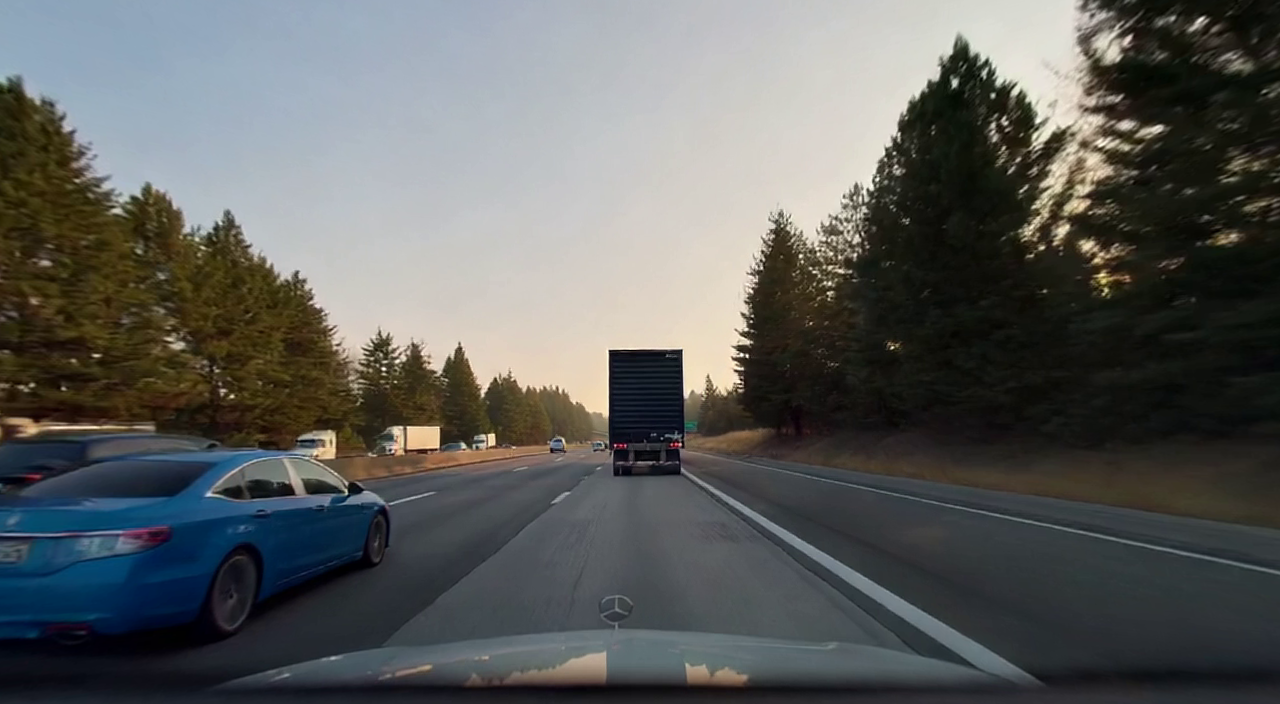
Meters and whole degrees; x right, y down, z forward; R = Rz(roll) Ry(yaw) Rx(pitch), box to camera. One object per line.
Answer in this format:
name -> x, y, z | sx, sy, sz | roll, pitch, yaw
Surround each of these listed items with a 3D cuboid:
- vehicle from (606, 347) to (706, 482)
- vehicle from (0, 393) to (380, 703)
vehicle -> 0.472, 2.675, 24.949 | 3.073, 4.196, 10.546 | 0, -8, 0
vehicle -> -3.539, 1.170, 4.117 | 1.854, 1.530, 4.268 | 0, -8, 0
